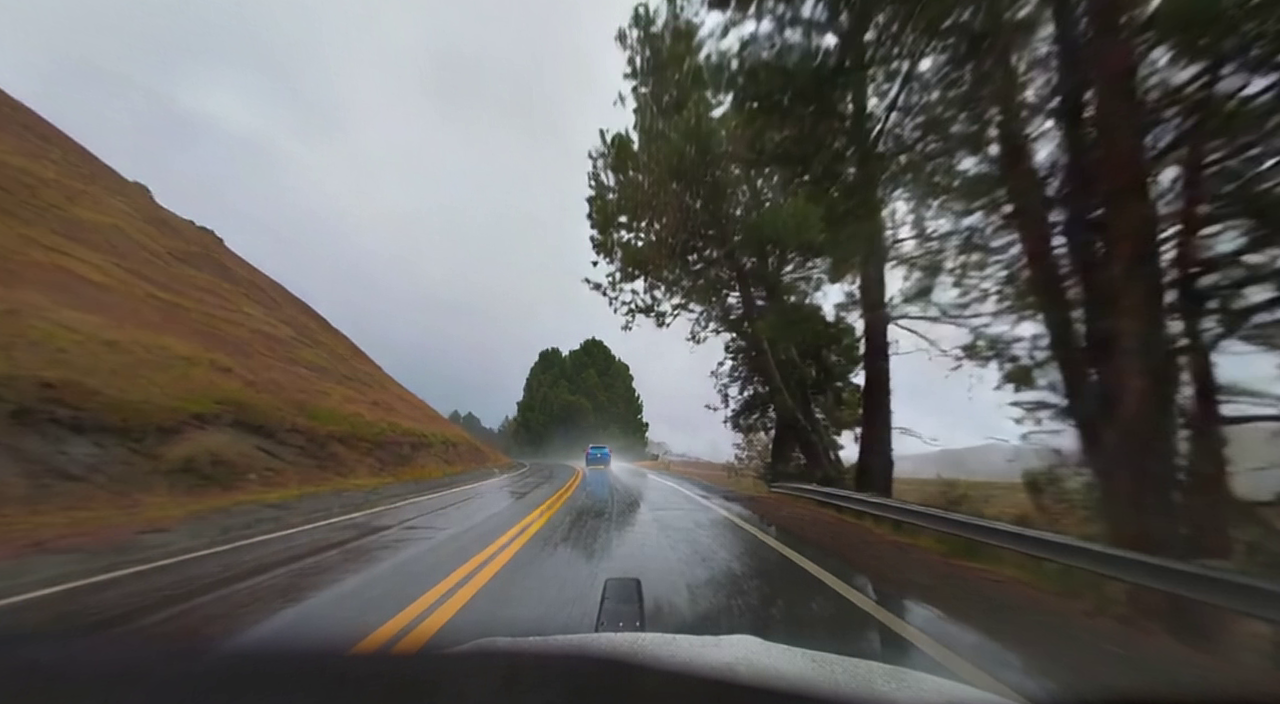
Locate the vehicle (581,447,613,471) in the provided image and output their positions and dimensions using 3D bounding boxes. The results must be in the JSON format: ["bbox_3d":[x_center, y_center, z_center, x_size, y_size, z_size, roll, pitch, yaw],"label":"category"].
[{"bbox_3d":[-3.390,8.241,49.000,2.195,1.749,4.260,1,-9,-8],"label":"vehicle"}]
